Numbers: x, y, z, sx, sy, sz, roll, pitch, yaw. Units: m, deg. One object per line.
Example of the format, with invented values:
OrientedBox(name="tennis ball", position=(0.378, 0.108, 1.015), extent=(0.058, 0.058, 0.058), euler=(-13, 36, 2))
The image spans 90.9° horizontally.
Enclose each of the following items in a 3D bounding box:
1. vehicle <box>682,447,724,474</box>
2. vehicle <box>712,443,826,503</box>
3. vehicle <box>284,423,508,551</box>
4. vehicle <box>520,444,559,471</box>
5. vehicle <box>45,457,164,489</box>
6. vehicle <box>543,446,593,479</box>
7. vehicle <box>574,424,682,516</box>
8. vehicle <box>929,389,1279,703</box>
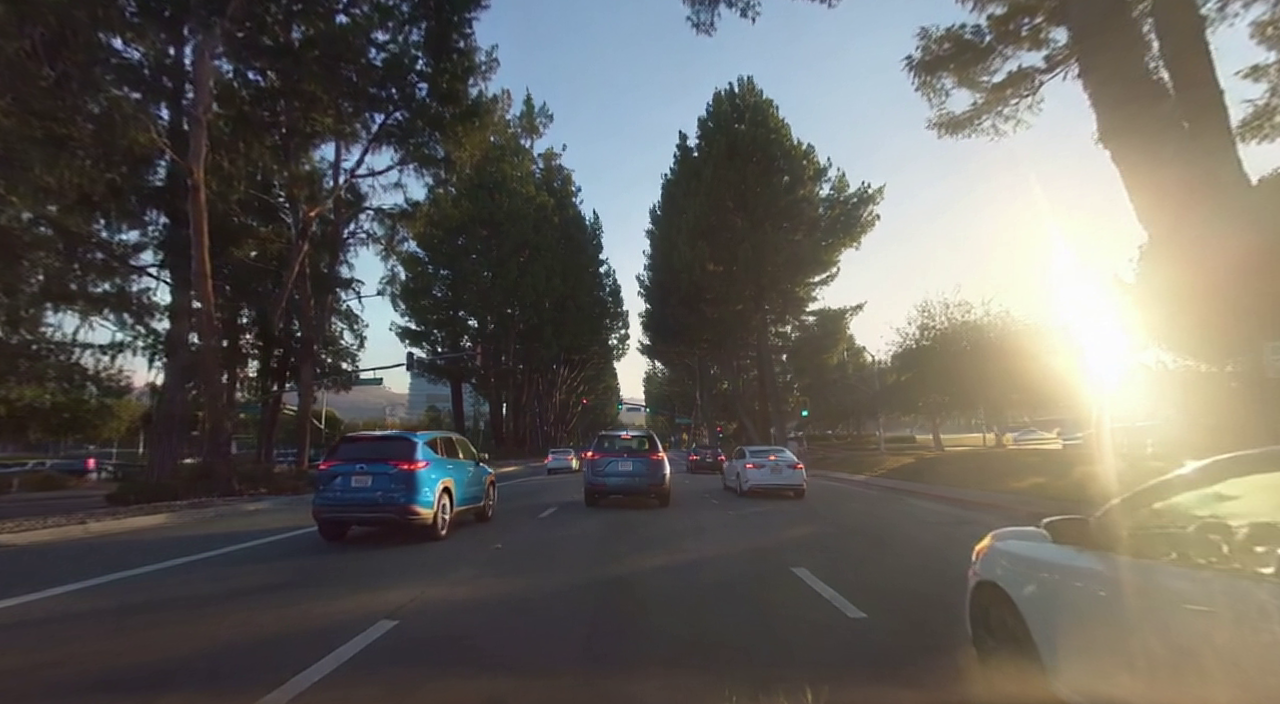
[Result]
OrientedBox(name="vehicle", position=(3.668, 6.372, 37.291), extent=(1.996, 1.443, 4.270), euler=(0, -8, -1))
OrientedBox(name="vehicle", position=(3.505, 3.385, 18.169), extent=(2.036, 1.480, 4.659), euler=(0, -8, -3))
OrientedBox(name="vehicle", position=(-3.759, 2.146, 10.720), extent=(2.039, 1.709, 4.265), euler=(0, -8, 1))
OrientedBox(name="vehicle", position=(-6.807, 7.220, 43.233), extent=(2.051, 1.722, 4.412), euler=(0, -8, -1))
OrientedBox(name="vehicle", position=(-34.041, 7.669, 40.194), extent=(5.352, 1.850, 2.276), euler=(0, -8, -2))
OrientedBox(name="vehicle", position=(-3.478, 5.404, 31.052), extent=(1.897, 1.479, 4.204), euler=(0, -8, 1))
OrientedBox(name="vehicle", position=(-0.240, 2.677, 14.807), extent=(2.132, 1.816, 4.471), euler=(0, -8, 0))
OrientedBox(name="vehicle", position=(3.009, 0.889, 2.132), extent=(1.976, 1.491, 4.427), euler=(0, -8, 0))
